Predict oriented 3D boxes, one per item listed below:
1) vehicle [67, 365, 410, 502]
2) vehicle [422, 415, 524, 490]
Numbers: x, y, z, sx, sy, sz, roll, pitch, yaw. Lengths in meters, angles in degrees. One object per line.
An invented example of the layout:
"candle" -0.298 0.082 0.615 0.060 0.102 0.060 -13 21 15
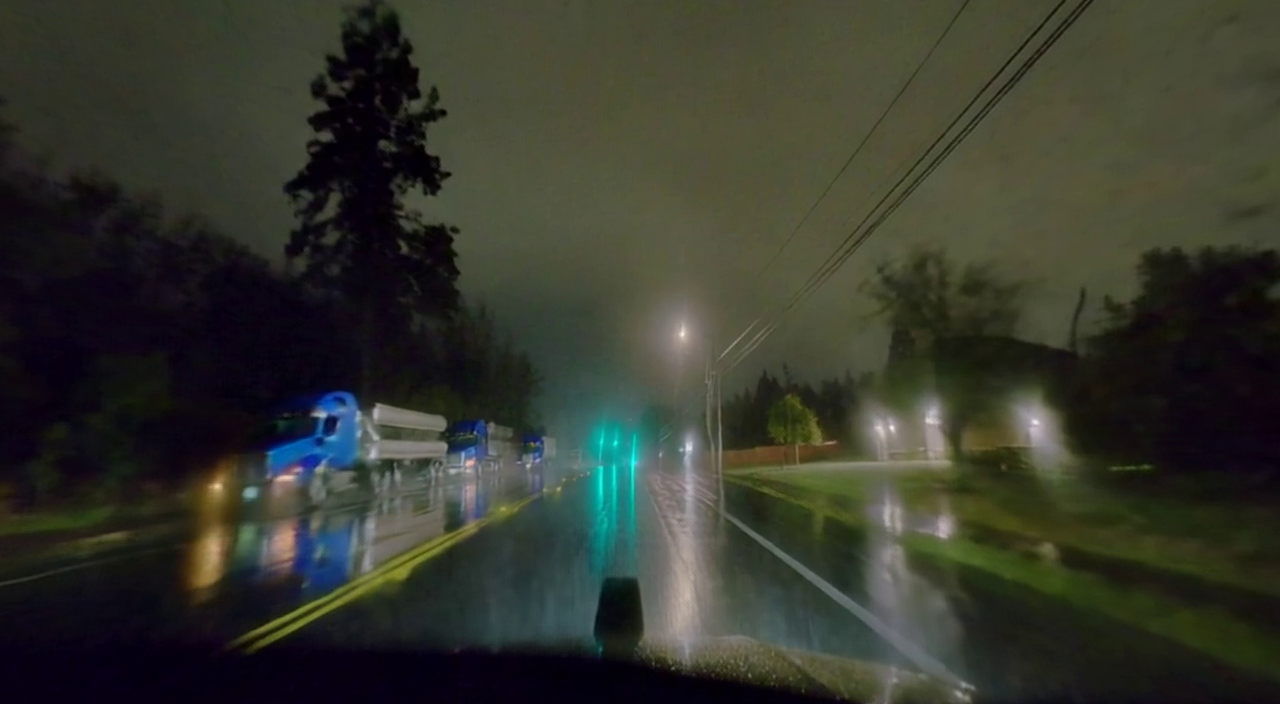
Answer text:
"vehicle" -11.871 3.085 20.734 5.596 3.130 8.972 -4 -13 -2
"vehicle" -8.402 5.094 33.263 2.788 3.365 9.652 0 -7 0
